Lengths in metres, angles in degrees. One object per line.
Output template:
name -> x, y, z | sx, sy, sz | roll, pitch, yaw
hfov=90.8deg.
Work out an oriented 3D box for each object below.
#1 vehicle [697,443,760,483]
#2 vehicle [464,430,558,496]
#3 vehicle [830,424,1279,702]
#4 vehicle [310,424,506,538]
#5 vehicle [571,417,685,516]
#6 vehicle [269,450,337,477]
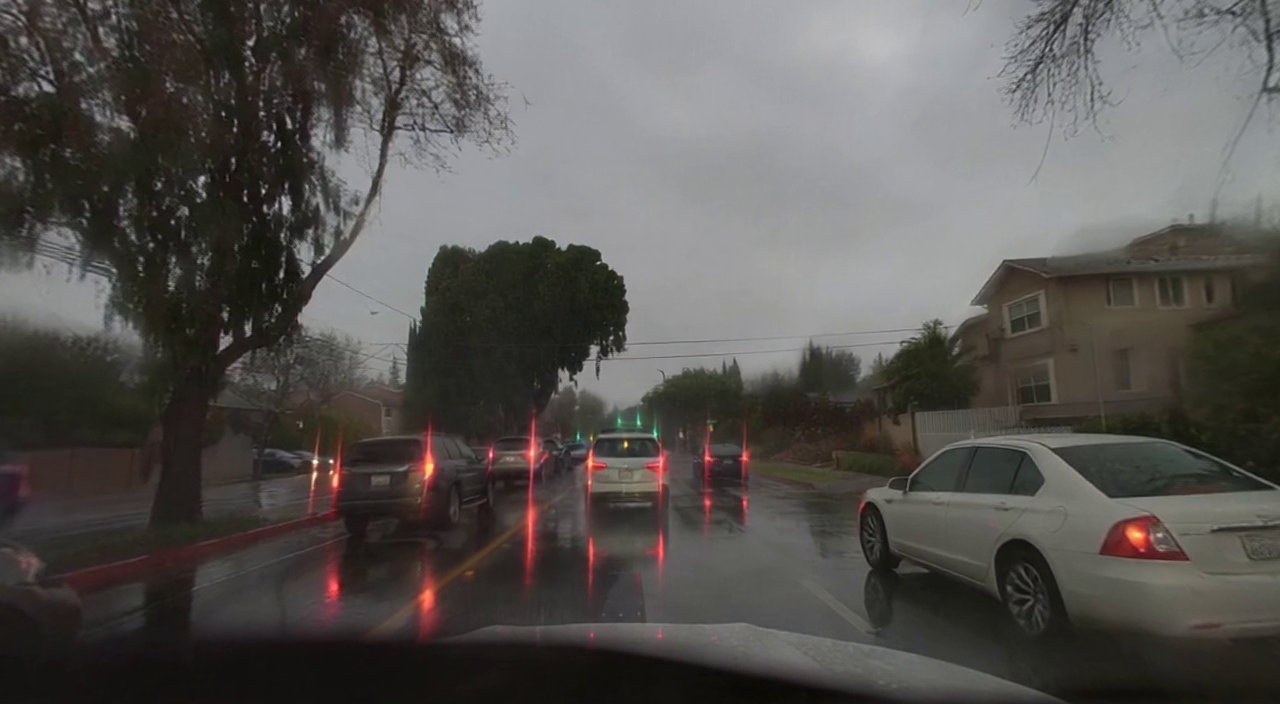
vehicle -> 3.484, 4.436, 25.651 | 1.880, 1.476, 3.932 | 0, -8, -1
vehicle -> -3.649, 3.223, 18.678 | 1.932, 1.695, 4.150 | 0, -8, 0
vehicle -> 3.469, 1.479, 5.776 | 1.977, 1.480, 4.589 | 0, -8, -1
vehicle -> -3.724, 2.127, 11.086 | 1.864, 1.576, 4.324 | 0, -8, -1
vehicle -> -0.277, 2.490, 14.193 | 2.164, 1.867, 4.254 | 0, -8, -1
vehicle -> -22.381, 7.399, 42.184 | 2.060, 1.643, 4.623 | 0, -8, -1
